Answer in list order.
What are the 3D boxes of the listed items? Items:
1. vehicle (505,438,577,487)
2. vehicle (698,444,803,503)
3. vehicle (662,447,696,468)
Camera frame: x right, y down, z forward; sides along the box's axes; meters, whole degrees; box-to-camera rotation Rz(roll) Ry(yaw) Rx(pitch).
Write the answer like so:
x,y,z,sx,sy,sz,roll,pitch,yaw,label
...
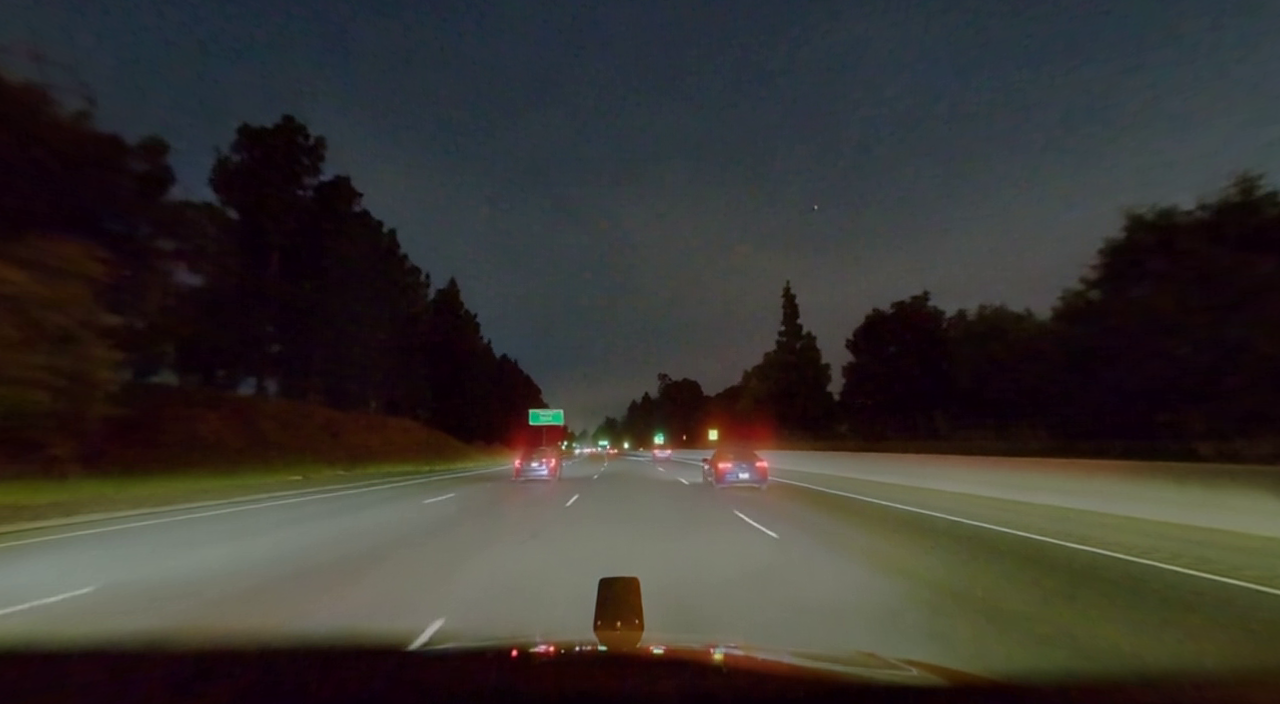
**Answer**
x,y,z,sx,sy,sz,roll,pitch,yaw,label
-3.871,4.390,25.444,2.244,1.755,4.417,0,-9,-1,vehicle
2.927,3.331,17.826,1.947,1.437,4.345,0,-9,-3,vehicle
2.811,7.683,46.072,2.021,1.447,3.985,0,-9,-3,vehicle
